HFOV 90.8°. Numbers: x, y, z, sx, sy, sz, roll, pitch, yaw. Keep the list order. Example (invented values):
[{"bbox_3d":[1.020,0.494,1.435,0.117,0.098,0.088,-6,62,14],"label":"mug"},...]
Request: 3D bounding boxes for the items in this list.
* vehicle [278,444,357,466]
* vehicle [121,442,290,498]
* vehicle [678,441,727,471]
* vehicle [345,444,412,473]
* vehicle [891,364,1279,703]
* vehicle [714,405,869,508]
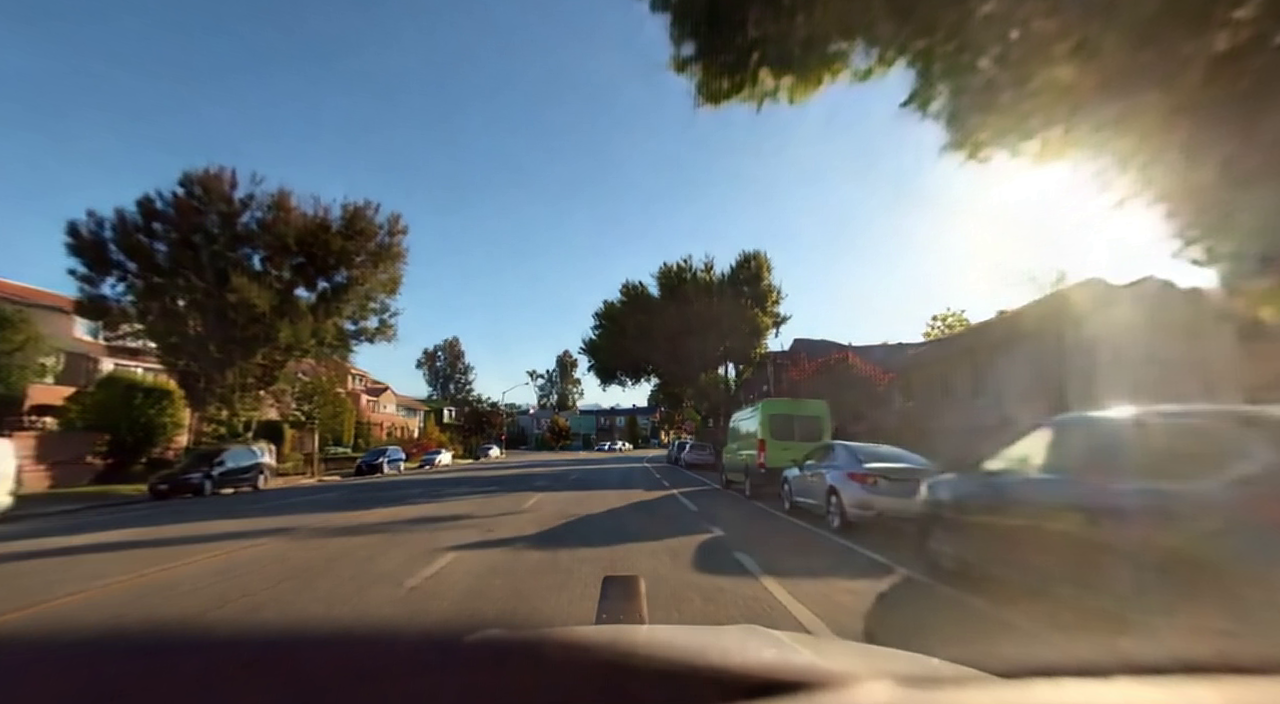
[{"bbox_3d":[-23.161,7.415,45.525,4.599,1.433,1.863,1,-9,-3],"label":"vehicle"},{"bbox_3d":[-14.382,3.909,21.423,2.045,1.636,5.214,0,-9,0],"label":"vehicle"},{"bbox_3d":[3.227,5.499,33.602,1.956,1.468,4.524,0,-9,-3],"label":"vehicle"},{"bbox_3d":[-14.889,6.092,36.269,1.923,1.535,4.862,0,-9,-2],"label":"vehicle"},{"bbox_3d":[3.963,1.192,4.787,2.067,1.706,4.506,0,-9,-3],"label":"vehicle"},{"bbox_3d":[3.527,2.624,16.173,2.521,2.168,5.478,0,-9,-1],"label":"vehicle"}]
